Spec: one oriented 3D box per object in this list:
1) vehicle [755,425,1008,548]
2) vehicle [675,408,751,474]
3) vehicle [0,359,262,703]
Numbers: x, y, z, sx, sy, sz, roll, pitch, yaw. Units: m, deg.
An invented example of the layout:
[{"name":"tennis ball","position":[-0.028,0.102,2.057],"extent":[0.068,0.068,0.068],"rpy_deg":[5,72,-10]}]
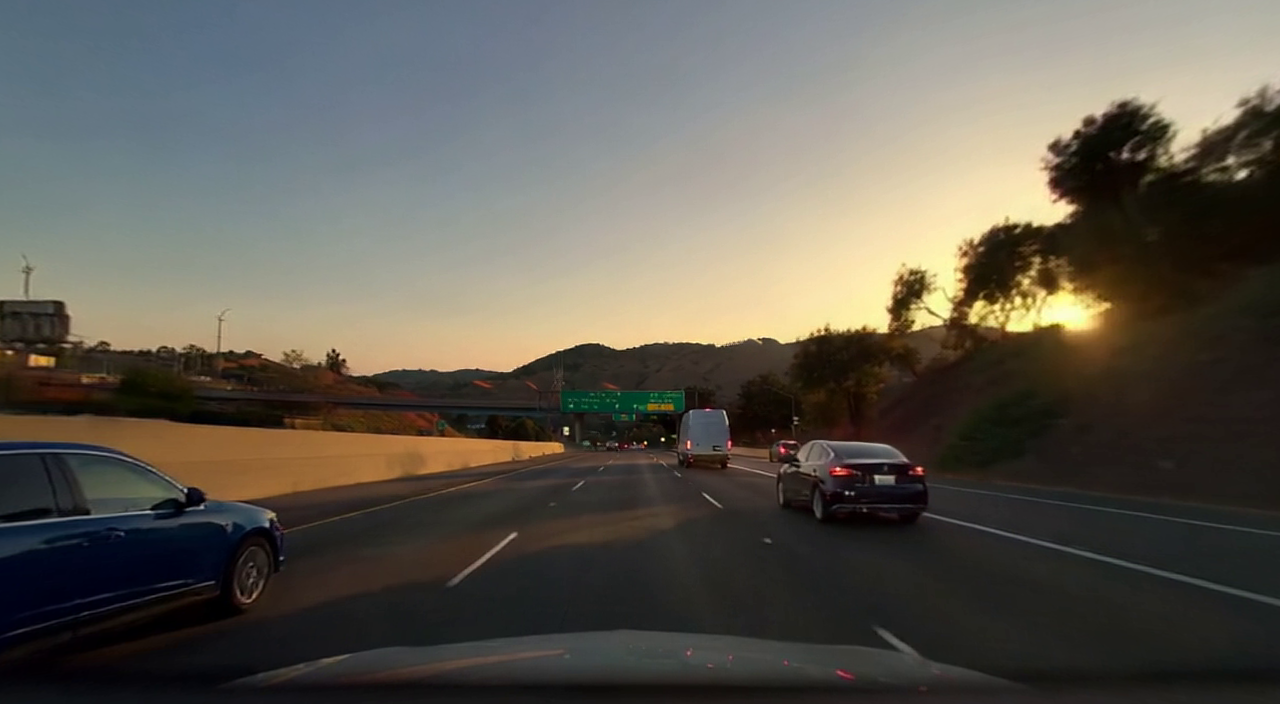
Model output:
[{"name":"vehicle","position":[3.478,2.054,10.459],"extent":[2.108,1.509,5.059],"rpy_deg":[0,-8,-1]},{"name":"vehicle","position":[3.239,4.195,29.674],"extent":[2.629,2.718,6.740],"rpy_deg":[0,-8,-1]},{"name":"vehicle","position":[-3.959,0.839,2.760],"extent":[2.000,1.646,4.201],"rpy_deg":[0,-8,0]}]
